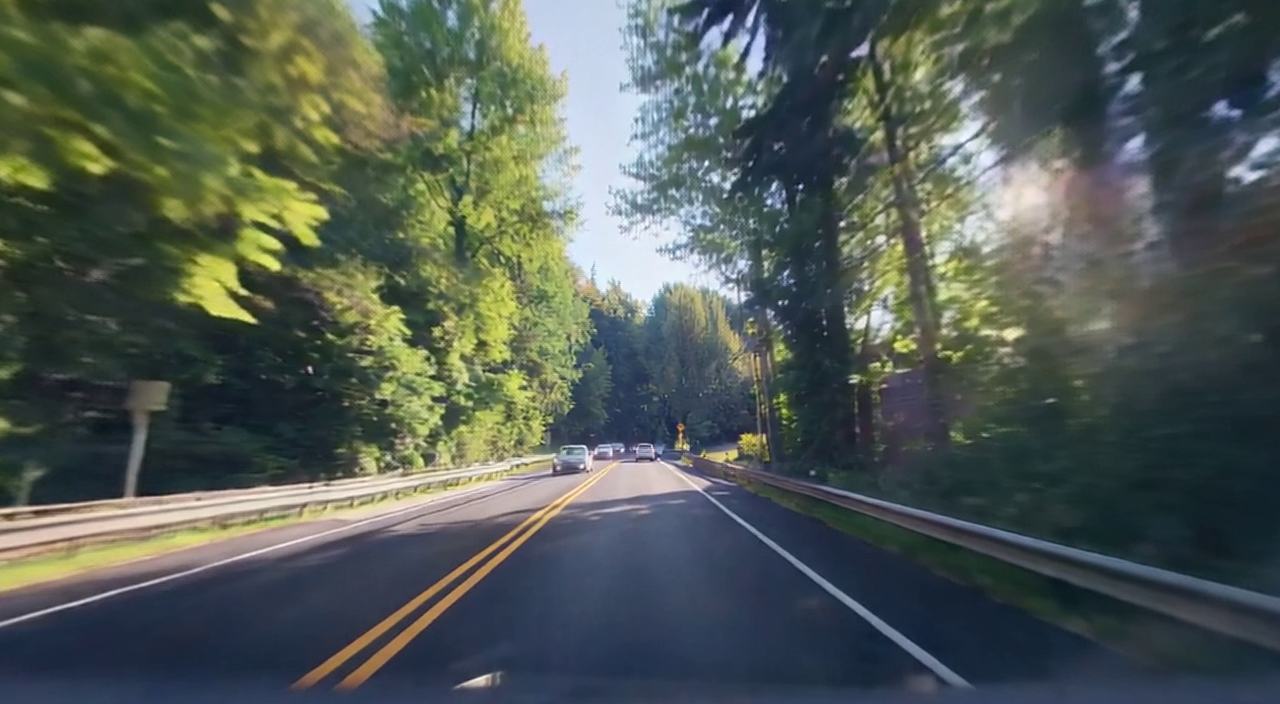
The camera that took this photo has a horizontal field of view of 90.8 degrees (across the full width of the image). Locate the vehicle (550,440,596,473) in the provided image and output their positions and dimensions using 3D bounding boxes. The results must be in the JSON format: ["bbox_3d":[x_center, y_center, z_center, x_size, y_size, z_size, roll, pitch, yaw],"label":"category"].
[{"bbox_3d":[-3.734,5.920,35.891,2.155,1.727,4.142,0,-9,1],"label":"vehicle"}]
